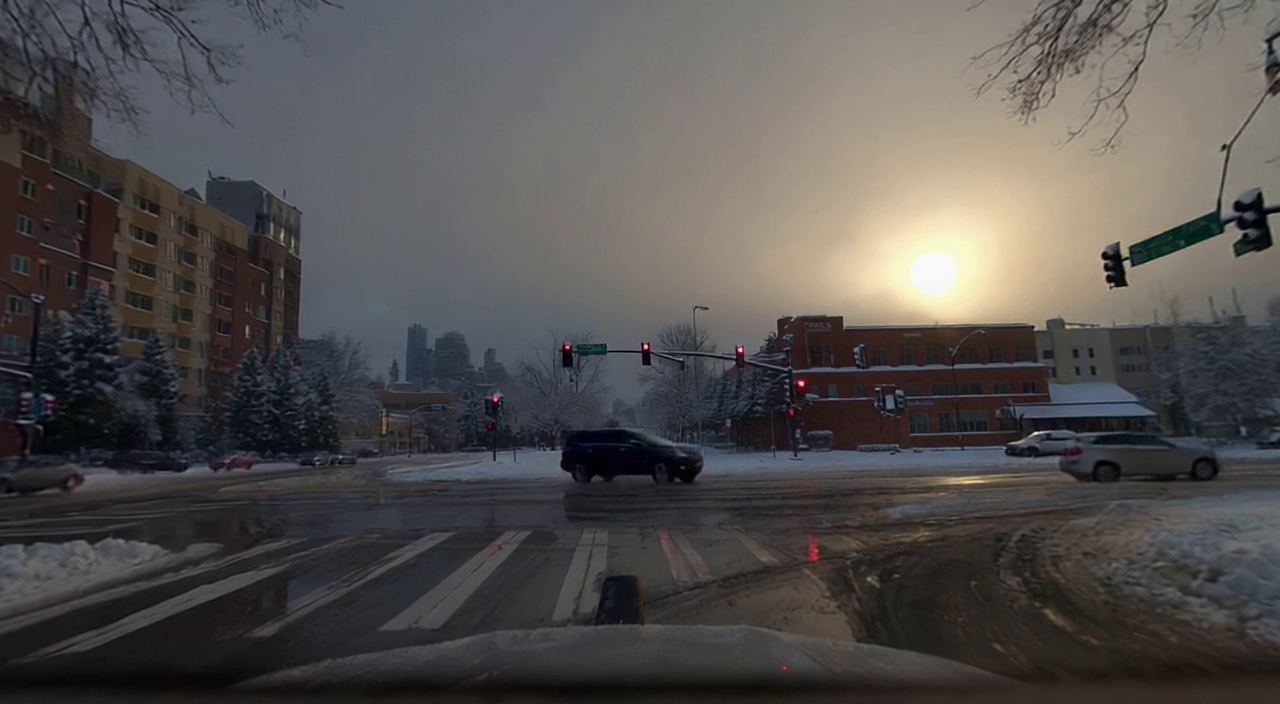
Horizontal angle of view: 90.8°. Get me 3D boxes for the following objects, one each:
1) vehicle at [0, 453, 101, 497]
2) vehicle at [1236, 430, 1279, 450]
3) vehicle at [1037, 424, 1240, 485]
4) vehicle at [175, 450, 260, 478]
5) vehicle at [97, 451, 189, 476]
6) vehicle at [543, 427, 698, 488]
[{"bbox_3d":[-23.224,4.546,23.676,1.909,1.473,4.571,0,-9,1],"label":"vehicle"},{"bbox_3d":[45.659,6.302,45.219,1.786,1.412,4.330,0,-9,0],"label":"vehicle"},{"bbox_3d":[14.392,2.976,18.447,4.180,1.678,1.982,0,-9,-1],"label":"vehicle"},{"bbox_3d":[-26.655,7.064,40.066,2.135,1.637,4.582,0,-9,1],"label":"vehicle"},{"bbox_3d":[-38.339,8.652,48.999,5.034,1.827,2.901,7,-11,-28],"label":"vehicle"},{"bbox_3d":[-0.764,3.803,23.007,5.310,1.972,2.223,-6,-10,34],"label":"vehicle"}]
